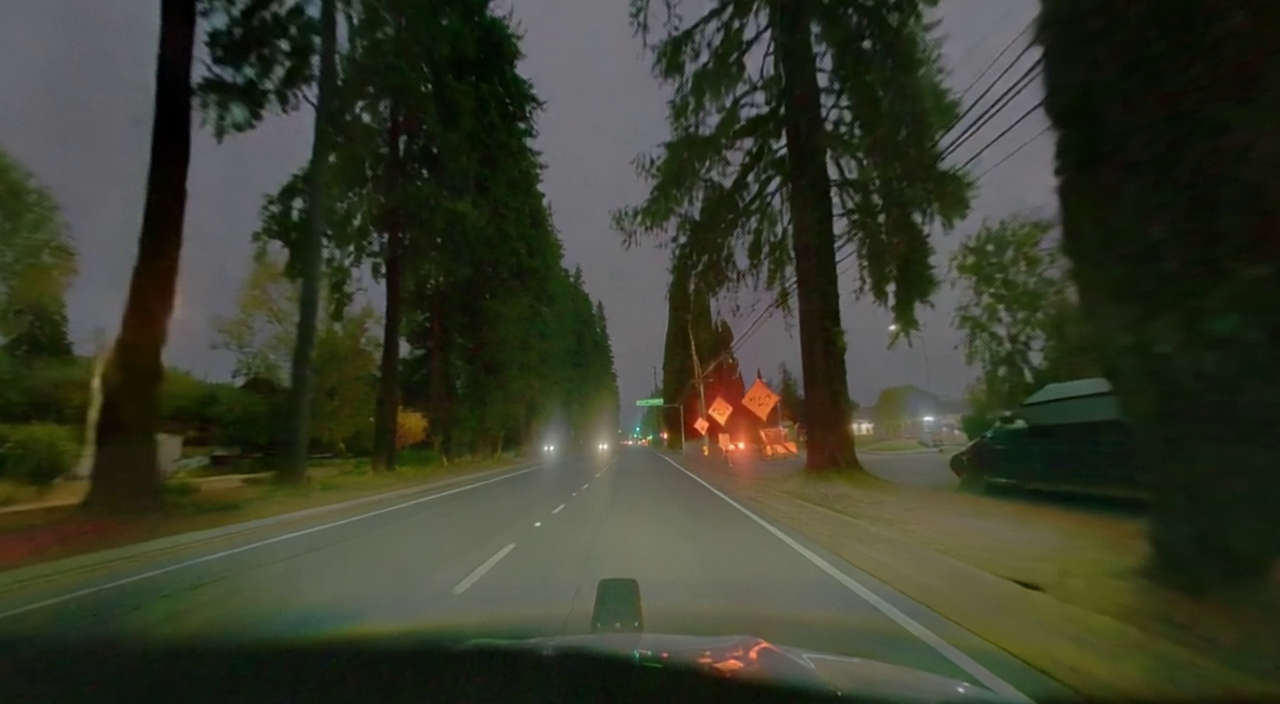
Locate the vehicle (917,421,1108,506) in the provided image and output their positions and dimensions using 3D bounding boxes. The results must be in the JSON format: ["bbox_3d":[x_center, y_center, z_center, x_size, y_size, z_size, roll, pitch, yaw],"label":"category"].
[{"bbox_3d":[8.417,2.514,14.805,1.891,1.548,4.121,-5,-8,0],"label":"vehicle"}]

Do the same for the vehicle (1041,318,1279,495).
[{"bbox_3d":[14.741,1.569,16.172,2.889,3.610,9.347,-1,-8,1],"label":"vehicle"}]
